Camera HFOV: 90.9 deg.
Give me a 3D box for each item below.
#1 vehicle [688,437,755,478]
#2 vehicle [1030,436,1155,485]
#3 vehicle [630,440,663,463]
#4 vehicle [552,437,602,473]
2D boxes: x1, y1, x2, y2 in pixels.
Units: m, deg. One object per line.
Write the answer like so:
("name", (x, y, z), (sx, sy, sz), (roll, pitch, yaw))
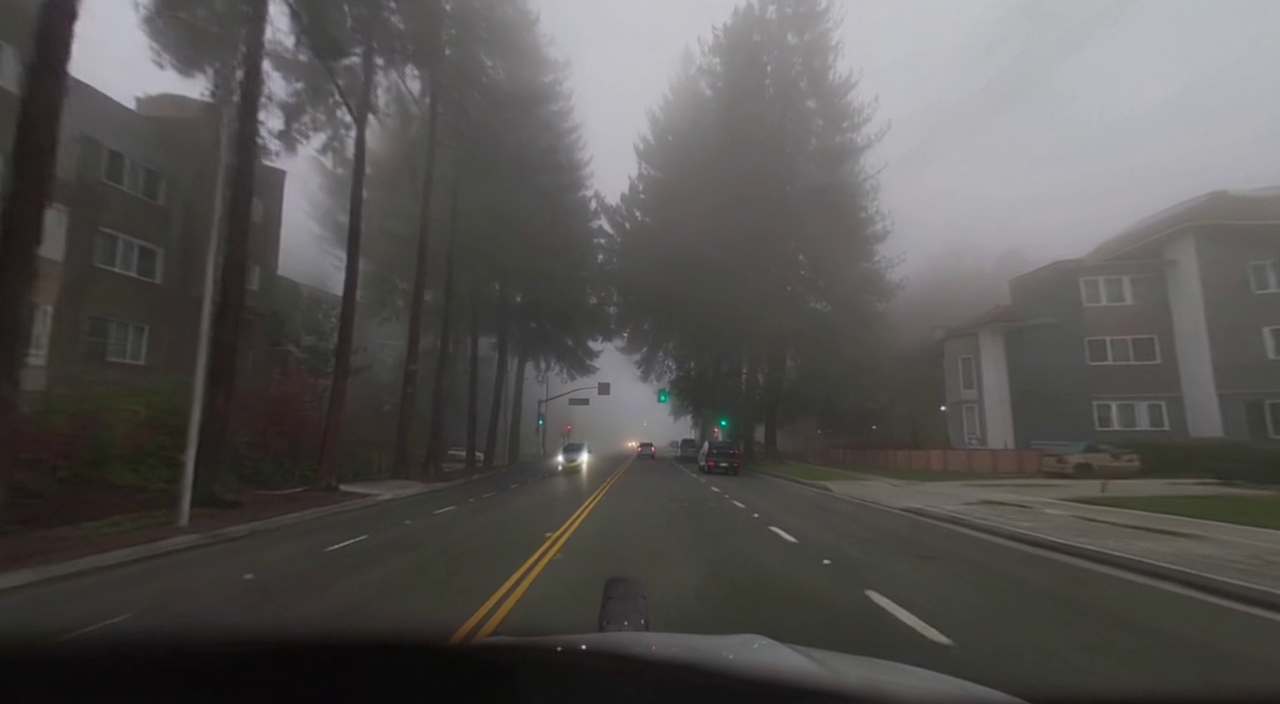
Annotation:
("vehicle", (3.205, 4.263, 25.836), (2.078, 1.488, 4.741), (0, -8, -1))
("vehicle", (17.928, 4.293, 25.212), (1.831, 1.778, 3.787), (1, -9, -8))
("vehicle", (0.364, 6.614, 42.170), (2.097, 1.463, 4.043), (0, -8, -1))
("vehicle", (-2.998, 5.001, 30.877), (1.954, 1.618, 4.050), (0, -8, 1))
